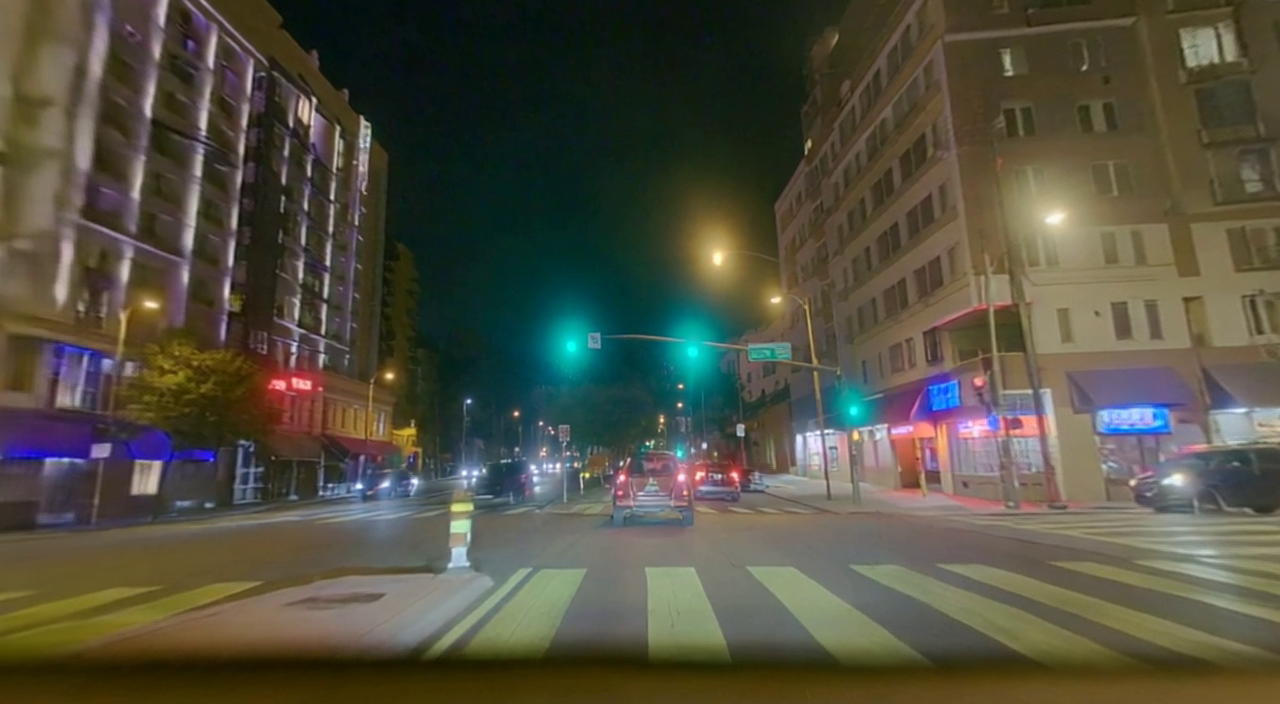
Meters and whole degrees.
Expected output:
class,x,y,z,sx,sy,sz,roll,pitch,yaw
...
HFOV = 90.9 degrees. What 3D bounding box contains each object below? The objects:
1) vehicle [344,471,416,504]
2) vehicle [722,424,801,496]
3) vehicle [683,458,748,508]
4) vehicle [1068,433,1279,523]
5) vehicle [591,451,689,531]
class,x,y,z,sx,sy,sz,roll,pitch,yaw
vehicle,-14.285,7.466,34.980,2.043,1.526,4.617,0,-9,-1
vehicle,6.236,5.642,33.453,2.803,3.401,6.688,0,-9,0
vehicle,2.920,5.159,25.323,1.939,1.746,4.091,0,-9,-2
vehicle,13.926,3.016,15.428,5.156,2.005,2.122,-1,-9,7
vehicle,0.001,3.489,16.432,2.209,1.748,4.130,0,-9,0
